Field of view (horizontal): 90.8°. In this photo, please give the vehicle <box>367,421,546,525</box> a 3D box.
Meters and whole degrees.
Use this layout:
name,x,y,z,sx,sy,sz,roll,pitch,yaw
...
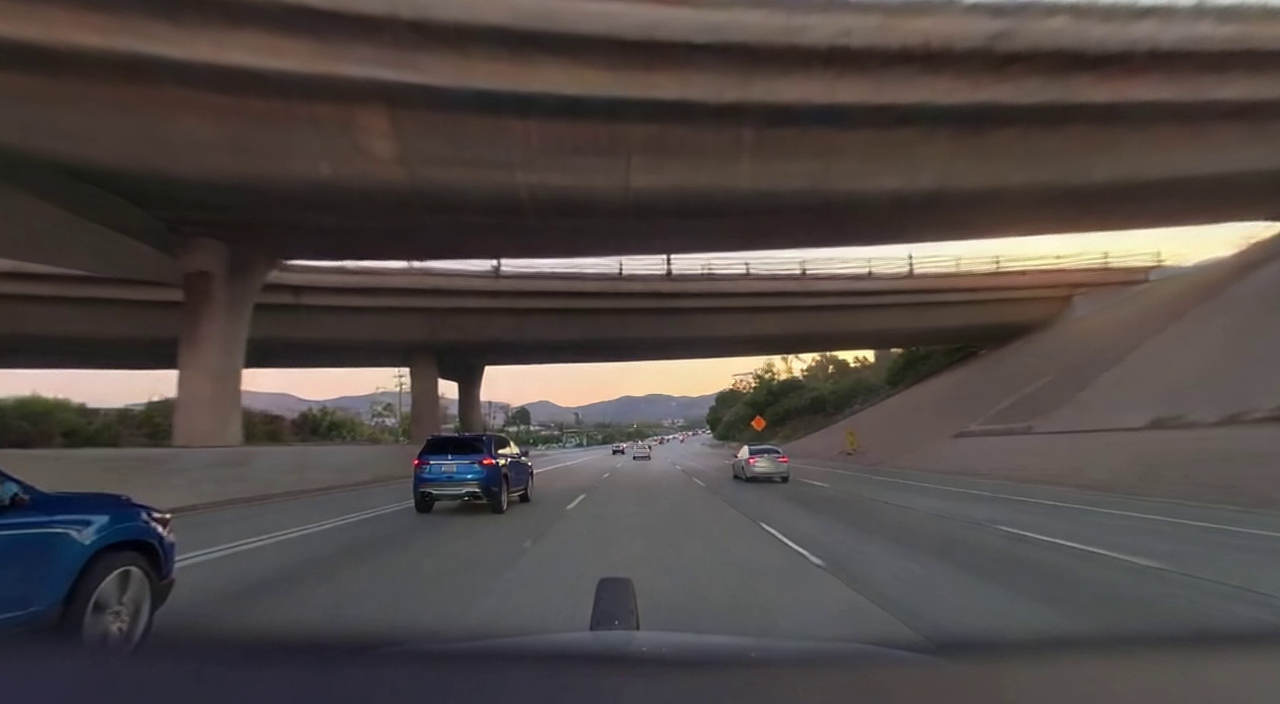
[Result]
name,x,y,z,sx,sy,sz,roll,pitch,yaw
vehicle,-3.239,2.233,12.204,2.193,1.641,4.077,0,-8,1

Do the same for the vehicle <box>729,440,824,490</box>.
name,x,y,z,sx,sy,sz,roll,pitch,yaw
vehicle,4.307,3.622,20.686,2.083,1.453,4.307,0,-8,-1

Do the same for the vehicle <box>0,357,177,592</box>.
name,x,y,z,sx,sy,sz,roll,pitch,yaw
vehicle,-6.572,0.944,4.692,2.327,1.958,5.113,0,-8,0

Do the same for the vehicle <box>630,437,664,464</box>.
name,x,y,z,sx,sy,sz,roll,pitch,yaw
vehicle,0.506,7.150,46.162,2.428,1.841,4.402,0,-8,1
